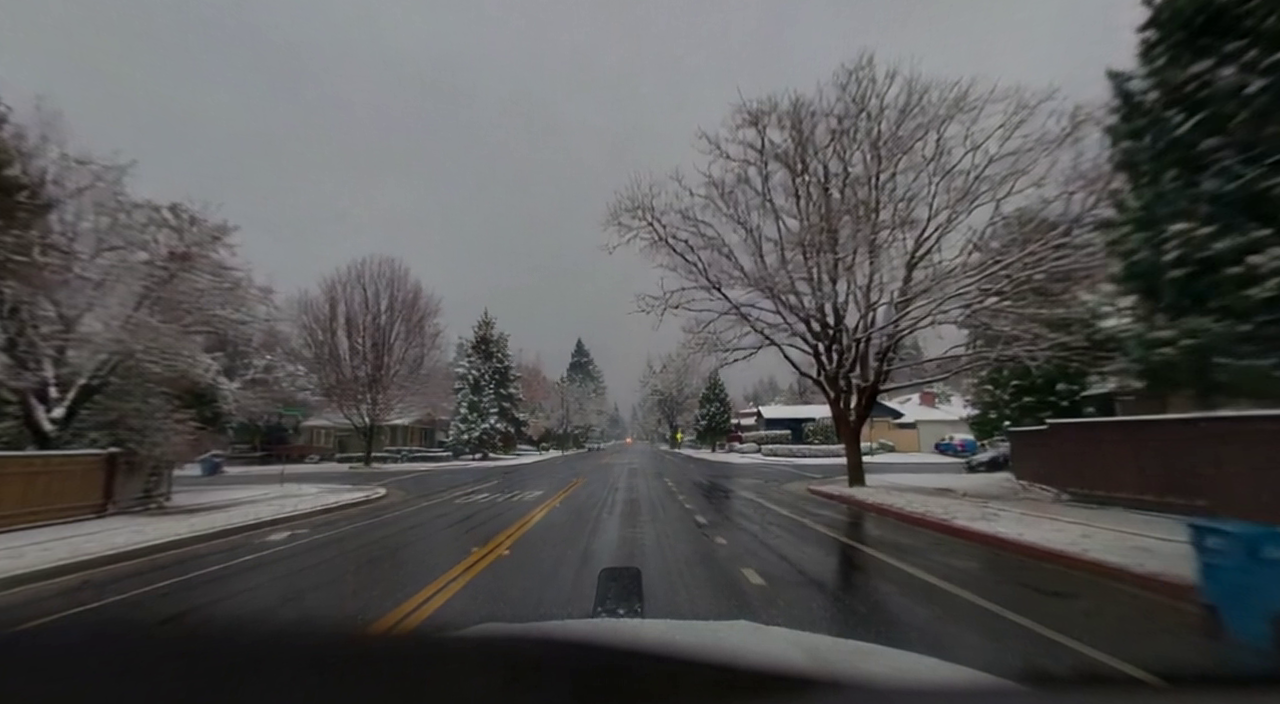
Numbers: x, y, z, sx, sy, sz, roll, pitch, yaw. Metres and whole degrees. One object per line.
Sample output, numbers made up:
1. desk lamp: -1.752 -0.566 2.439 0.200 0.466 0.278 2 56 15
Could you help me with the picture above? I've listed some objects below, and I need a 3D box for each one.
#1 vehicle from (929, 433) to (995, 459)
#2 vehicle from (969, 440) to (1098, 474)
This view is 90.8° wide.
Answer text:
1. vehicle: 22.886 6.647 45.088 1.879 1.584 4.761 1 -6 -5
2. vehicle: 17.507 4.679 28.281 4.368 1.457 2.031 0 -8 1
